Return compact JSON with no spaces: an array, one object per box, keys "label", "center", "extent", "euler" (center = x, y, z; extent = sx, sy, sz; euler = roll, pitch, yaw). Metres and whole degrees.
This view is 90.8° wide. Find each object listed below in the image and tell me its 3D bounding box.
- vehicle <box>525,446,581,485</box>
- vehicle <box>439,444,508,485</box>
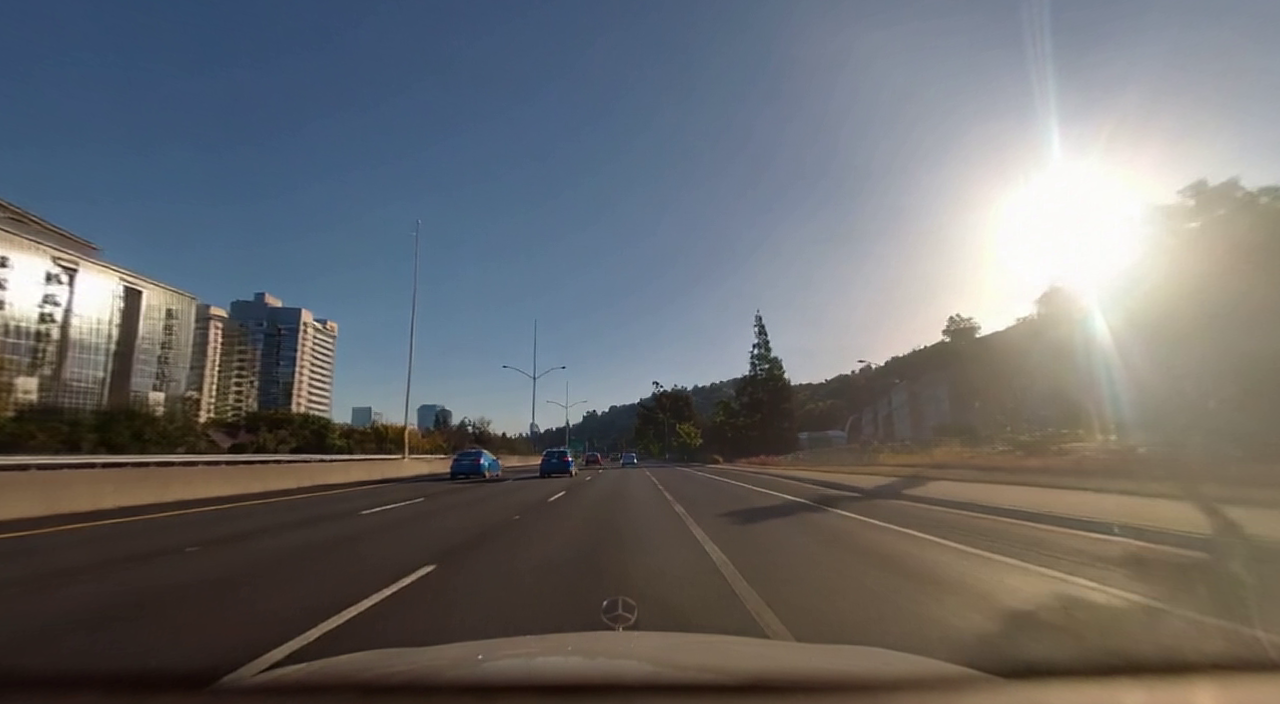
[{"label":"vehicle","center":[-4.099,5.452,30.552],"extent":[2.075,1.702,4.257],"euler":[0,-9,0]},{"label":"vehicle","center":[-7.990,5.457,30.886],"extent":[2.040,1.824,4.917],"euler":[0,-9,0]}]
